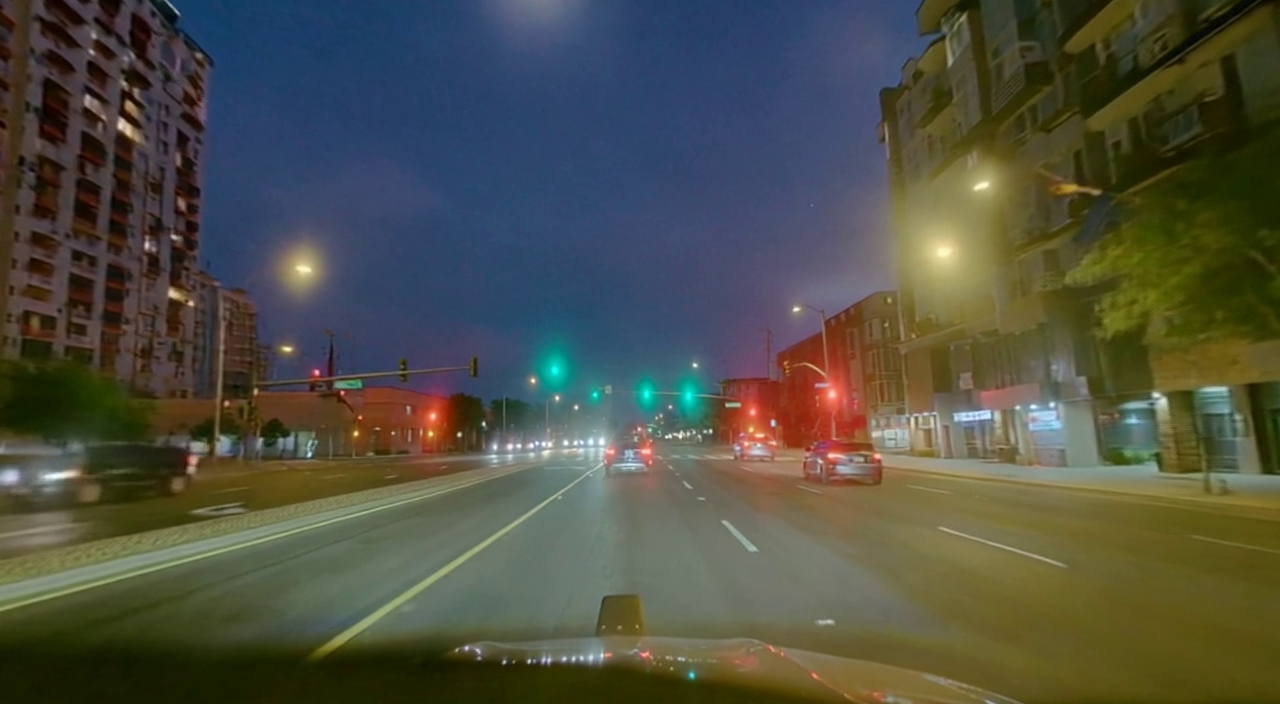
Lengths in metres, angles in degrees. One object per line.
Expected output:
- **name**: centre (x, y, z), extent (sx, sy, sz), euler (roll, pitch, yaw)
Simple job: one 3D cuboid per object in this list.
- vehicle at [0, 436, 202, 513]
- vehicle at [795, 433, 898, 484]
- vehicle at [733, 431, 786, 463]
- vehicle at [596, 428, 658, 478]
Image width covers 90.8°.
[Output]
- **vehicle**: centre (-14.024, 3.083, 16.422), extent (1.858, 1.686, 4.330), euler (-1, -9, 5)
- **vehicle**: centre (6.346, 3.325, 19.950), extent (1.768, 1.417, 4.213), euler (0, -9, -1)
- **vehicle**: centre (6.343, 5.128, 33.994), extent (1.963, 1.611, 4.359), euler (0, -9, -1)
- **vehicle**: centre (-0.424, 3.583, 22.513), extent (2.032, 1.593, 3.896), euler (0, -9, 0)
